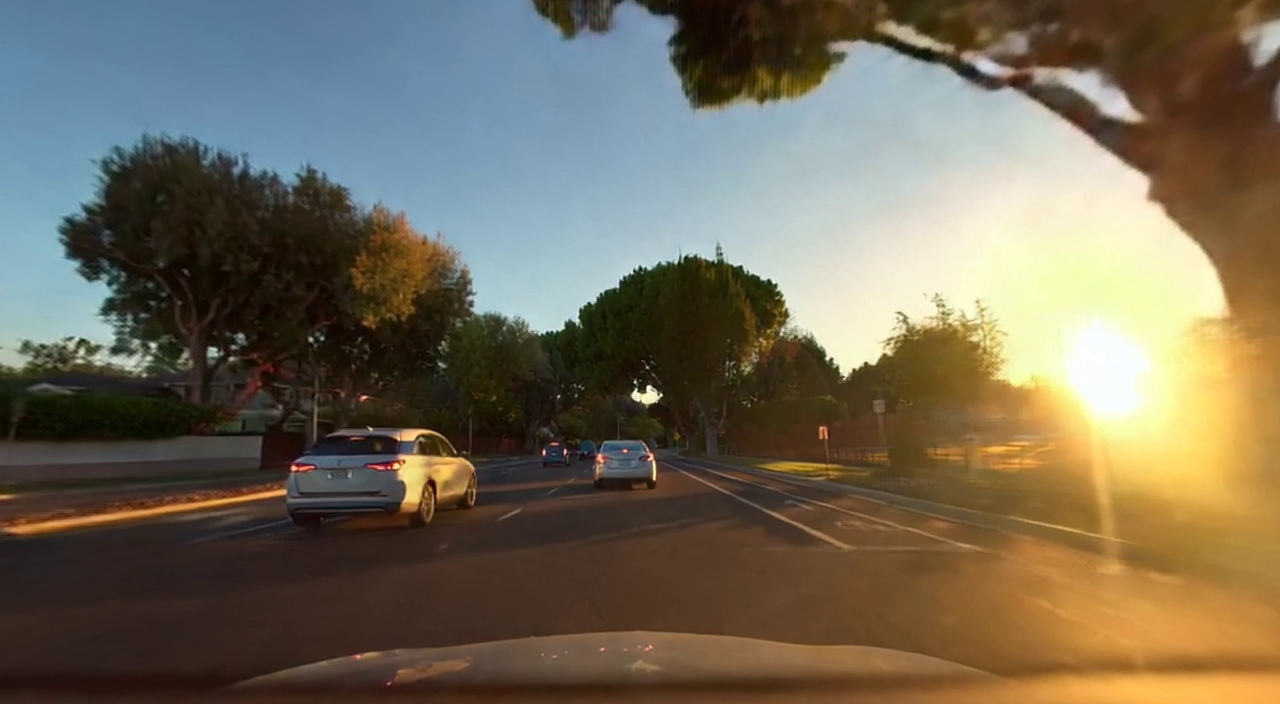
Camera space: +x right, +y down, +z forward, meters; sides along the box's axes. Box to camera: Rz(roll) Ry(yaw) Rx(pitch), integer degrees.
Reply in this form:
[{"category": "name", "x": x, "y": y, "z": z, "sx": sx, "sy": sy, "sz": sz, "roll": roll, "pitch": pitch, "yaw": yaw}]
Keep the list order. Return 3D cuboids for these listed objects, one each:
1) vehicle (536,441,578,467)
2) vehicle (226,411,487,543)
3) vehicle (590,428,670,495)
[{"category": "vehicle", "x": -4.968, "y": 6.168, "z": 38.509, "sx": 2.014, "sy": 1.493, "sz": 4.658, "roll": 0, "pitch": -8, "yaw": -1}, {"category": "vehicle", "x": -4.285, "y": 1.975, "z": 10.644, "sx": 2.243, "sy": 1.722, "sz": 4.621, "roll": 0, "pitch": -8, "yaw": 0}, {"category": "vehicle", "x": -0.321, "y": 3.232, "z": 19.001, "sx": 2.131, "sy": 1.761, "sz": 4.242, "roll": 0, "pitch": -8, "yaw": -1}]
